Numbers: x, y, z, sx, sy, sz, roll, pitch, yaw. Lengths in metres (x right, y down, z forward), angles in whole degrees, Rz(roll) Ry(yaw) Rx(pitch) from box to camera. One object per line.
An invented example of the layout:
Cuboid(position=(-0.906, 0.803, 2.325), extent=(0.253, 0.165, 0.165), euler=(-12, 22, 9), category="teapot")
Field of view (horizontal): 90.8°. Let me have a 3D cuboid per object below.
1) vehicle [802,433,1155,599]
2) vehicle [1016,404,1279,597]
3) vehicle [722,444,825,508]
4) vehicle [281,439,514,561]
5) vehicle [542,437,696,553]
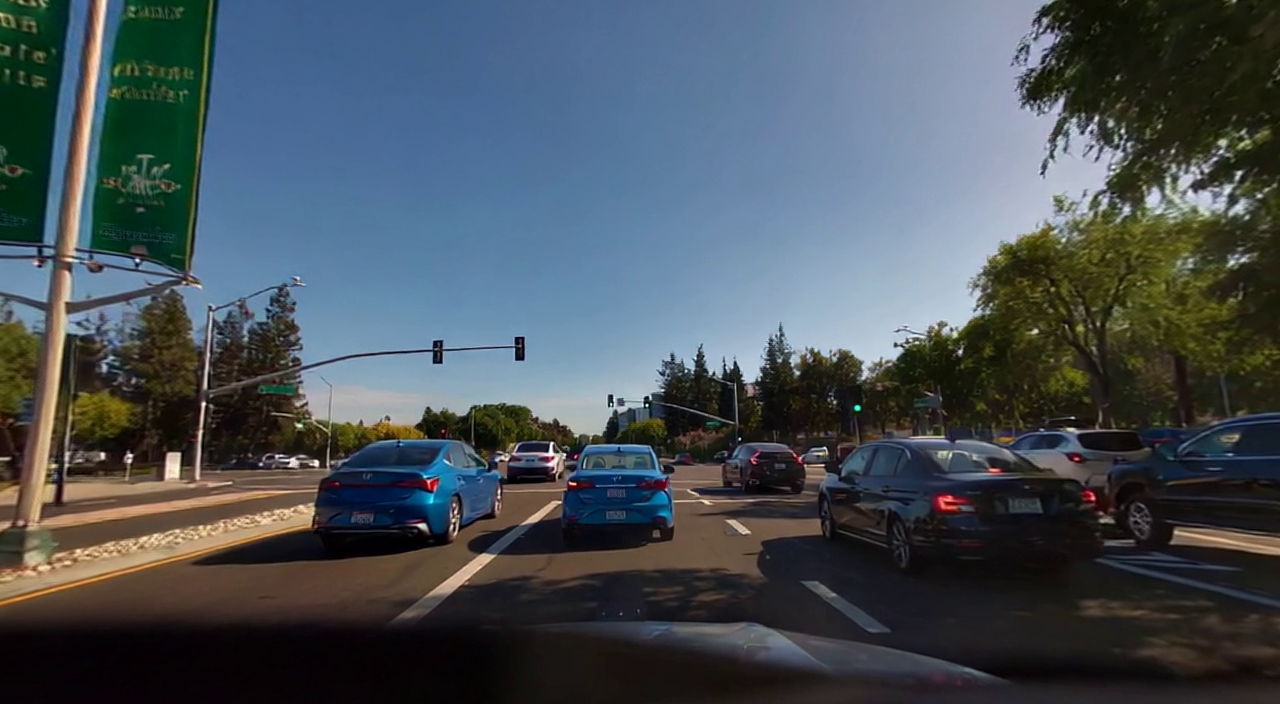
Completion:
Cuboid(position=(3.637, 1.816, 7.987), extent=(1.953, 1.471, 4.470), euler=(0, -8, 0), category="vehicle")
Cuboid(position=(6.884, 1.555, 7.106), extent=(2.099, 1.749, 5.098), euler=(0, -9, -1), category="vehicle")
Cuboid(position=(3.434, 3.243, 17.030), extent=(1.852, 1.498, 3.825), euler=(0, -9, -1), category="vehicle")
Cuboid(position=(-3.354, 2.109, 9.782), extent=(1.929, 1.457, 4.136), euler=(0, -9, 0), category="vehicle")
Cuboid(position=(-0.295, 2.129, 10.067), extent=(1.994, 1.479, 3.647), euler=(0, -9, -1), category="vehicle")
